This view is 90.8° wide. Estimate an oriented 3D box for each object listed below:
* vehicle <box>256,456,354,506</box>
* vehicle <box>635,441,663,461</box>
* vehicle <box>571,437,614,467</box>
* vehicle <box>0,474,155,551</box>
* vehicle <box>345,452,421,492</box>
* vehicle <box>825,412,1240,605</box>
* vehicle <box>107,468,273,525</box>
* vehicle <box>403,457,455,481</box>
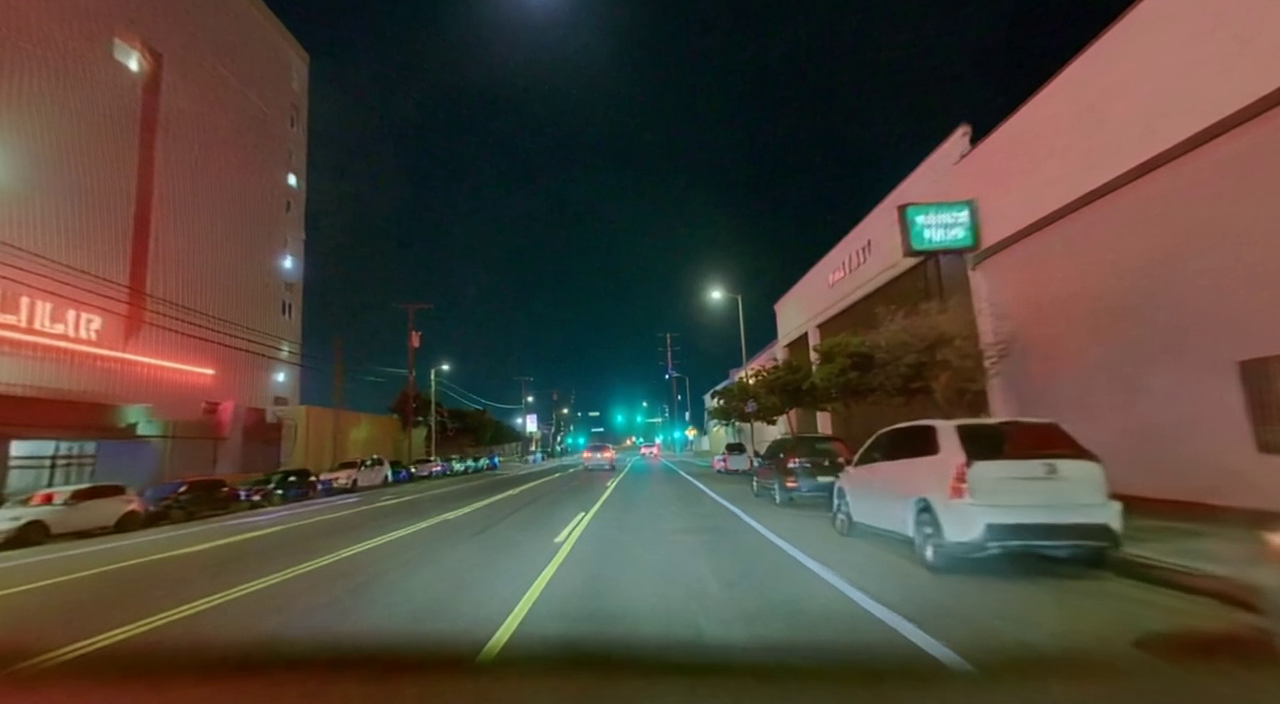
[{"bbox_3d":[-15.102,5.795,28.788,2.020,1.695,4.629,-7,-8,-2],"label":"vehicle"},{"bbox_3d":[0.672,7.745,49.341,2.099,1.470,4.270,0,-8,0],"label":"vehicle"},{"bbox_3d":[-3.056,6.563,41.578,2.348,1.831,4.737,0,-8,1],"label":"vehicle"},{"bbox_3d":[-15.171,3.979,16.021,1.883,1.493,4.880,-1,-8,0],"label":"vehicle"},{"bbox_3d":[-15.102,7.013,37.456,2.124,1.835,5.450,-6,-8,0],"label":"vehicle"},{"bbox_3d":[3.788,1.577,7.339,1.839,1.505,4.566,0,-8,-1],"label":"vehicle"},{"bbox_3d":[-15.255,4.889,21.864,2.076,1.518,4.981,-1,-8,0],"label":"vehicle"},{"bbox_3d":[-14.811,8.206,44.599,2.049,1.496,4.338,-1,-8,1],"label":"vehicle"}]
